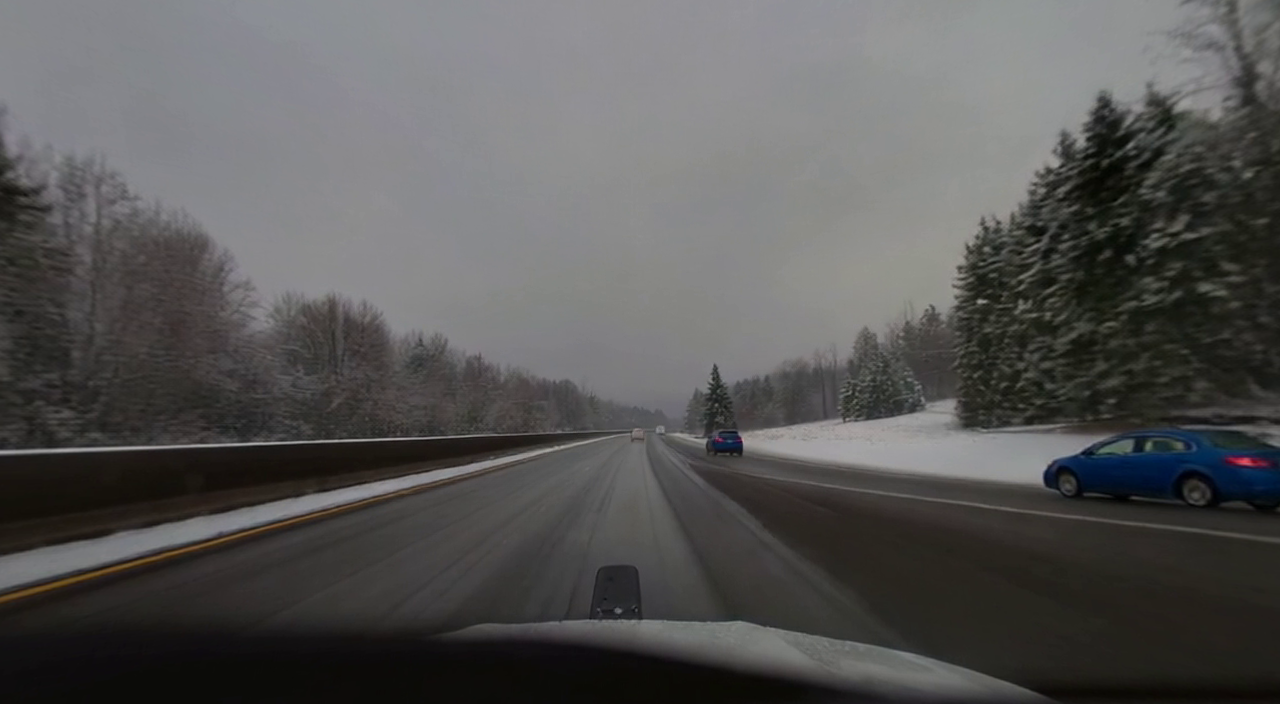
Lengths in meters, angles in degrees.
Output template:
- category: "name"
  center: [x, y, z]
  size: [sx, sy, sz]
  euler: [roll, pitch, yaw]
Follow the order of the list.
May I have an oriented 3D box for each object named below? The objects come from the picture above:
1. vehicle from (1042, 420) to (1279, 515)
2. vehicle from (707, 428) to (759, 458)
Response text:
- category: "vehicle"
  center: [10.474, 2.101, 11.910]
  size: [1.992, 1.486, 4.406]
  euler: [3, -8, -20]
- category: "vehicle"
  center: [4.926, 4.881, 33.686]
  size: [1.765, 1.510, 3.762]
  euler: [1, -8, -8]
